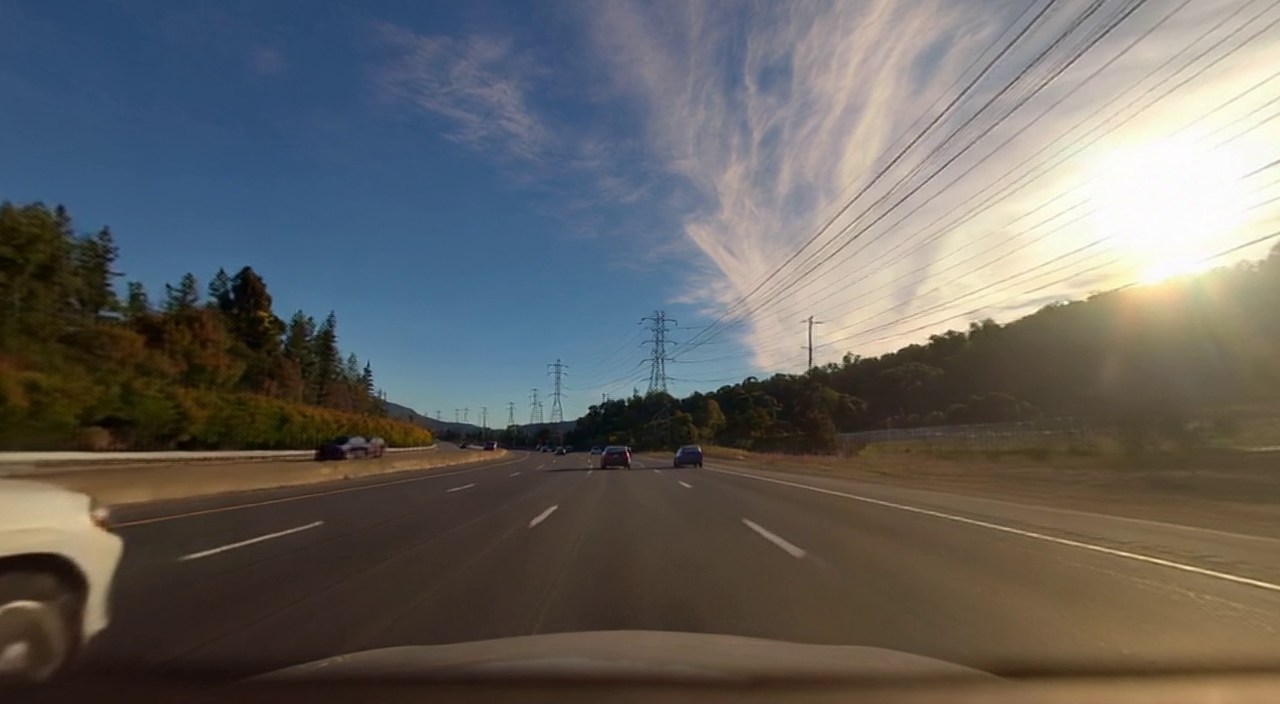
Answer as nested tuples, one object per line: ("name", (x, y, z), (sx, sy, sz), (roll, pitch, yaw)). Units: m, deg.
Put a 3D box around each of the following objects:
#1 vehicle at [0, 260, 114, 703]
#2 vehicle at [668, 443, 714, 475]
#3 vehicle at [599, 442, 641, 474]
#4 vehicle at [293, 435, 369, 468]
("vehicle", (-4.064, 0.323, 0.337), (2.475, 2.152, 5.837), (0, -8, 0))
("vehicle", (2.573, 5.520, 32.808), (1.789, 1.503, 3.897), (0, -9, -4))
("vehicle", (-1.208, 5.985, 36.008), (2.188, 1.714, 3.921), (1, -8, -4))
("vehicle", (-18.353, 5.960, 37.886), (2.292, 1.825, 4.903), (0, -8, -3))
